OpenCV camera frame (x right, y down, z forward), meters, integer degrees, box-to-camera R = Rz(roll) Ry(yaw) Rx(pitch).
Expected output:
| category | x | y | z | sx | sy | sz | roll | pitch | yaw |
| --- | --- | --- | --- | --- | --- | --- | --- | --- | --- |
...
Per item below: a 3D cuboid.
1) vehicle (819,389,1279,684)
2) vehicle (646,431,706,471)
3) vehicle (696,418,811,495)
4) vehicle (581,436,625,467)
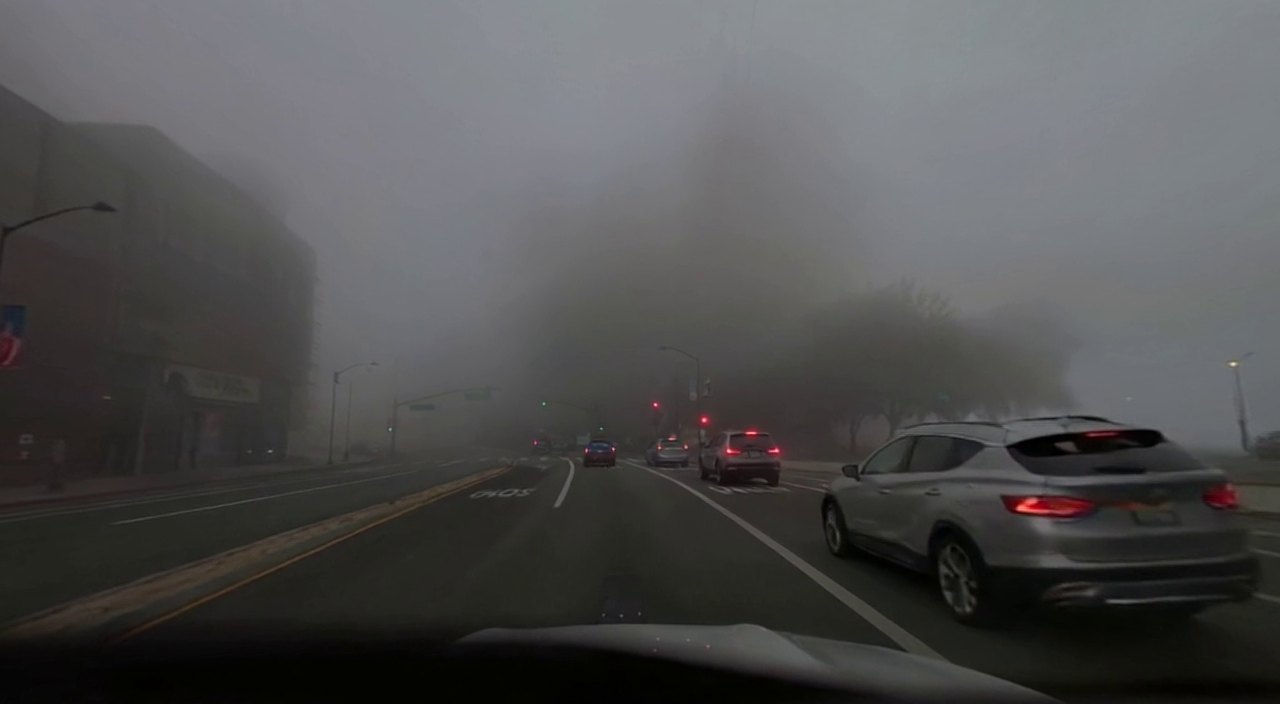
| category | x | y | z | sx | sy | sz | roll | pitch | yaw |
| --- | --- | --- | --- | --- | --- | --- | --- | --- | --- |
| vehicle | 3.209 | 1.280 | 5.554 | 1.966 | 1.596 | 3.980 | 0 | -8 | -2 |
| vehicle | 1.631 | 4.714 | 30.468 | 2.216 | 1.750 | 4.520 | 0 | -8 | -6 |
| vehicle | 2.852 | 2.761 | 16.983 | 2.046 | 1.768 | 4.370 | 0 | -8 | -3 |
| vehicle | -1.996 | 5.202 | 33.049 | 2.068 | 1.512 | 3.987 | 1 | -9 | -6 |
